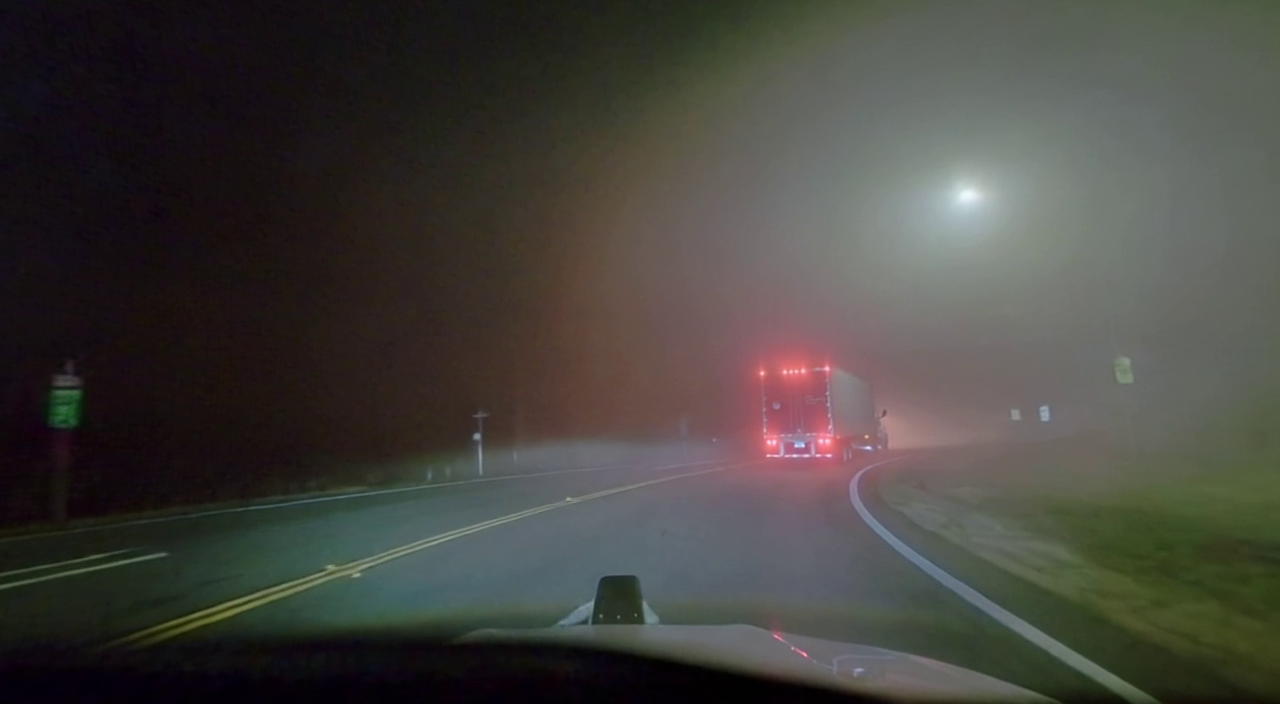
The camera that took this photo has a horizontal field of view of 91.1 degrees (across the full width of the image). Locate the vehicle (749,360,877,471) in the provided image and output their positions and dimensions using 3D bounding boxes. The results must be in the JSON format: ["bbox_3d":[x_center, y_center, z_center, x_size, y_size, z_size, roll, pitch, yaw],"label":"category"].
[{"bbox_3d":[7.625,2.819,26.299,2.837,3.712,10.484,-4,-9,27],"label":"vehicle"}]
